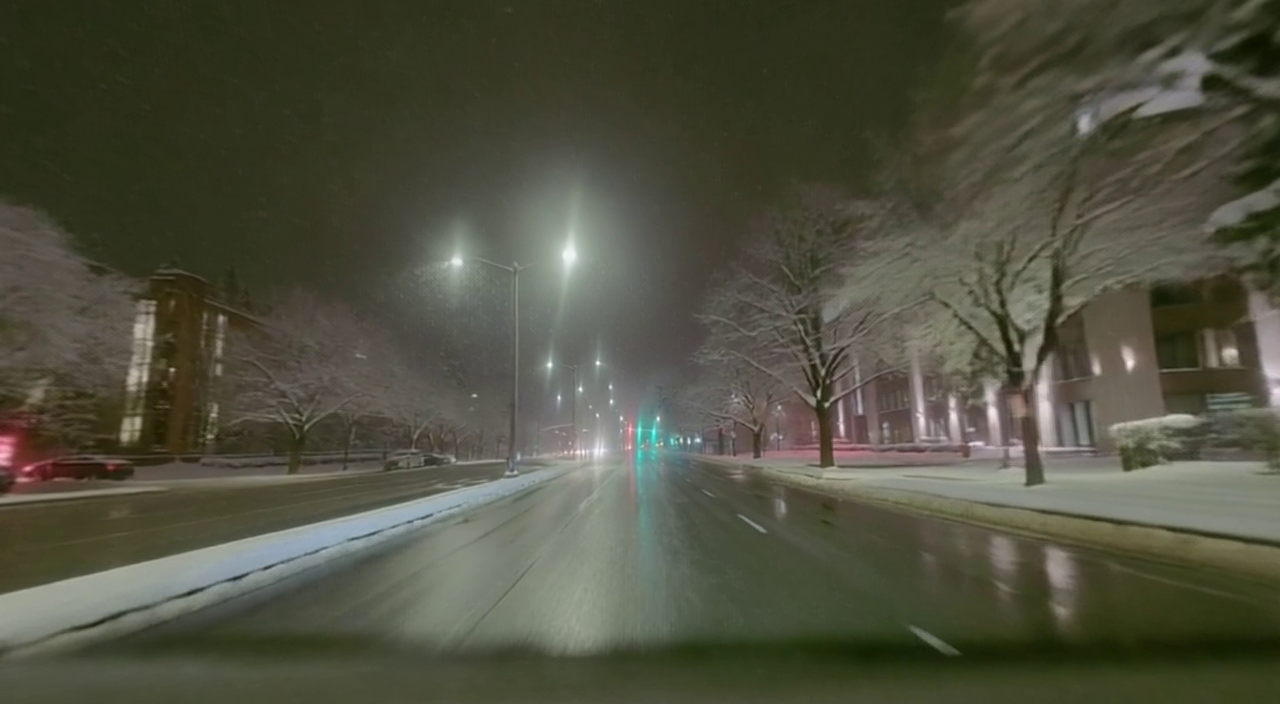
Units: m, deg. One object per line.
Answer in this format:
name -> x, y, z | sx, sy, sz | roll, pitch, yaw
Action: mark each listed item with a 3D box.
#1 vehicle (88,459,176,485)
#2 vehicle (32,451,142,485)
vehicle -> -31.950, 7.527, 39.901 | 1.947, 1.444, 4.313 | -1, -10, 0
vehicle -> -34.647, 7.272, 39.840 | 2.230, 1.962, 5.115 | -1, -10, 0
